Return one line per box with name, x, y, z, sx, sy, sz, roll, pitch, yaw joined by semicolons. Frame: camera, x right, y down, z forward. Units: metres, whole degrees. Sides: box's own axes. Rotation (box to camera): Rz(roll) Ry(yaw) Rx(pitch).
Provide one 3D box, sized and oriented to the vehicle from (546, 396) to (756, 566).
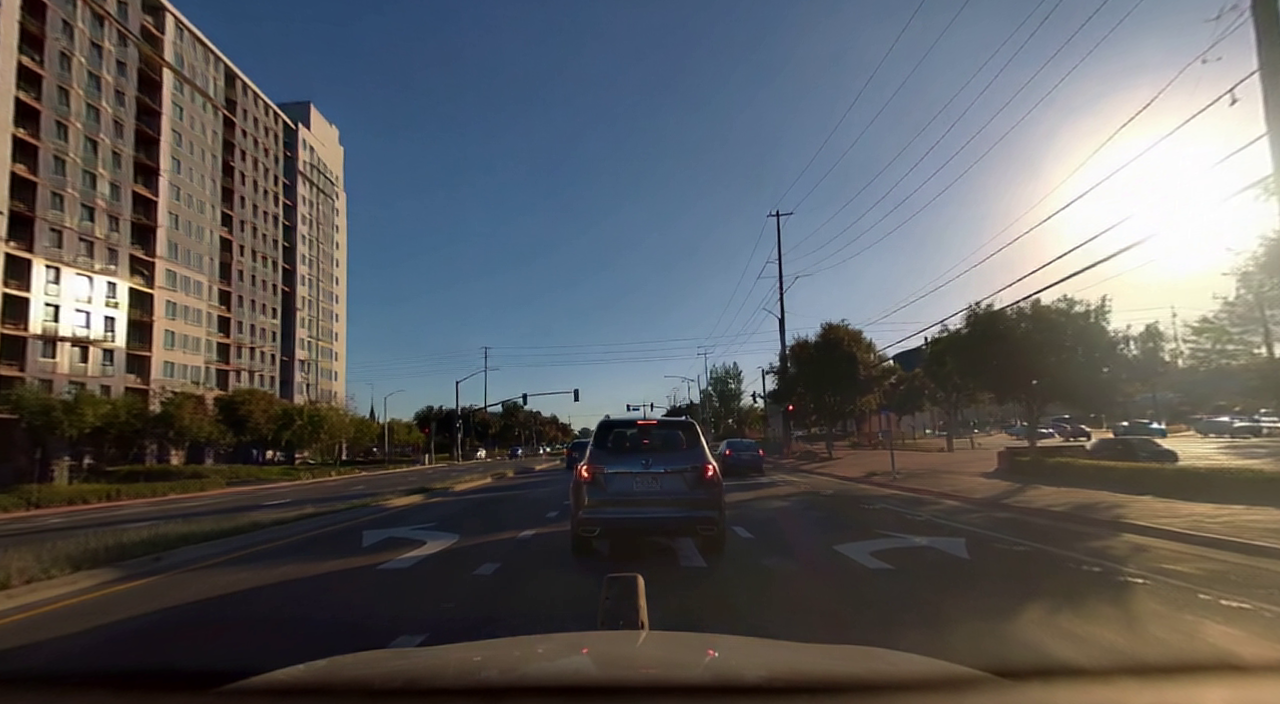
vehicle;0.111;1.680;8.875;2.189;1.776;4.342;0;-9;0
